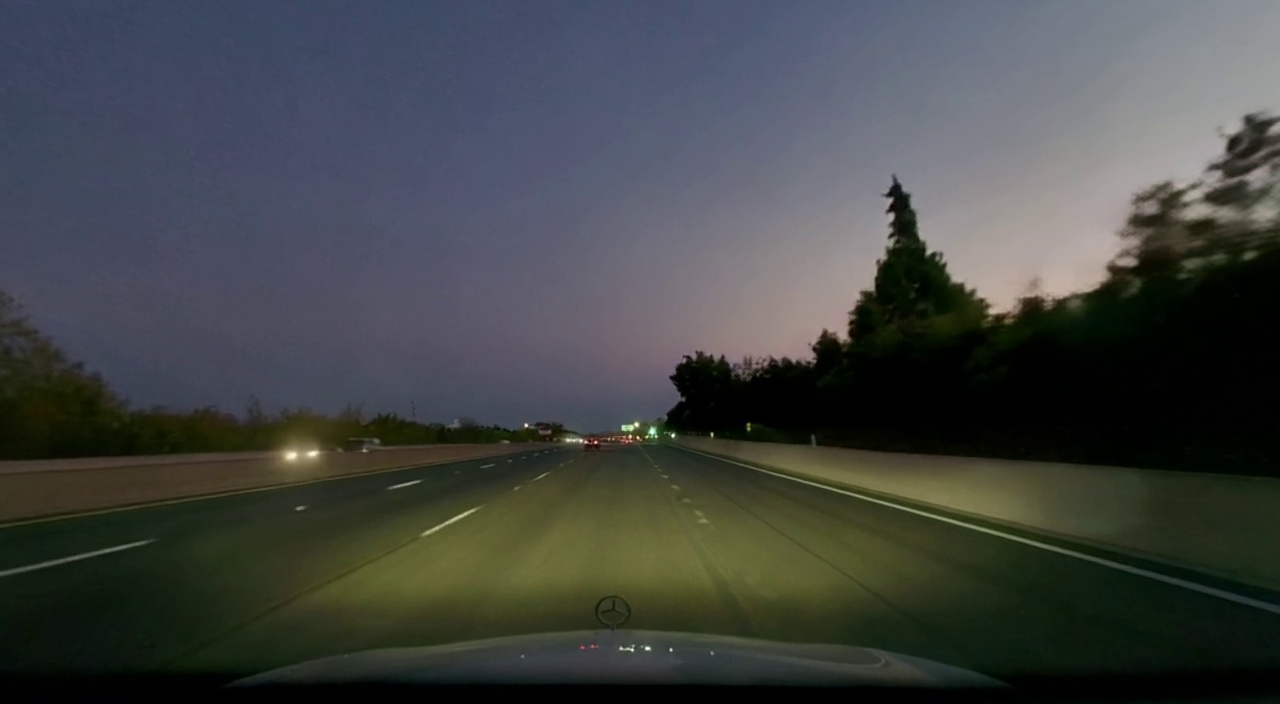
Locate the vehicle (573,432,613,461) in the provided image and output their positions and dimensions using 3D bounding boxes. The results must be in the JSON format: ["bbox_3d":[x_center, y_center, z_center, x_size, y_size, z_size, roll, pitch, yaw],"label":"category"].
[{"bbox_3d":[-2.516,5.183,34.720,2.000,1.491,3.913,0,-8,-2],"label":"vehicle"}]

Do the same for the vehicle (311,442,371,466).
[{"bbox_3d":[-20.343,6.927,43.097,2.002,1.484,4.481,0,-8,-1],"label":"vehicle"}]

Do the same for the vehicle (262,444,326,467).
[{"bbox_3d":[-23.830,7.134,43.612,1.960,1.441,4.473,0,-8,-1],"label":"vehicle"}]
